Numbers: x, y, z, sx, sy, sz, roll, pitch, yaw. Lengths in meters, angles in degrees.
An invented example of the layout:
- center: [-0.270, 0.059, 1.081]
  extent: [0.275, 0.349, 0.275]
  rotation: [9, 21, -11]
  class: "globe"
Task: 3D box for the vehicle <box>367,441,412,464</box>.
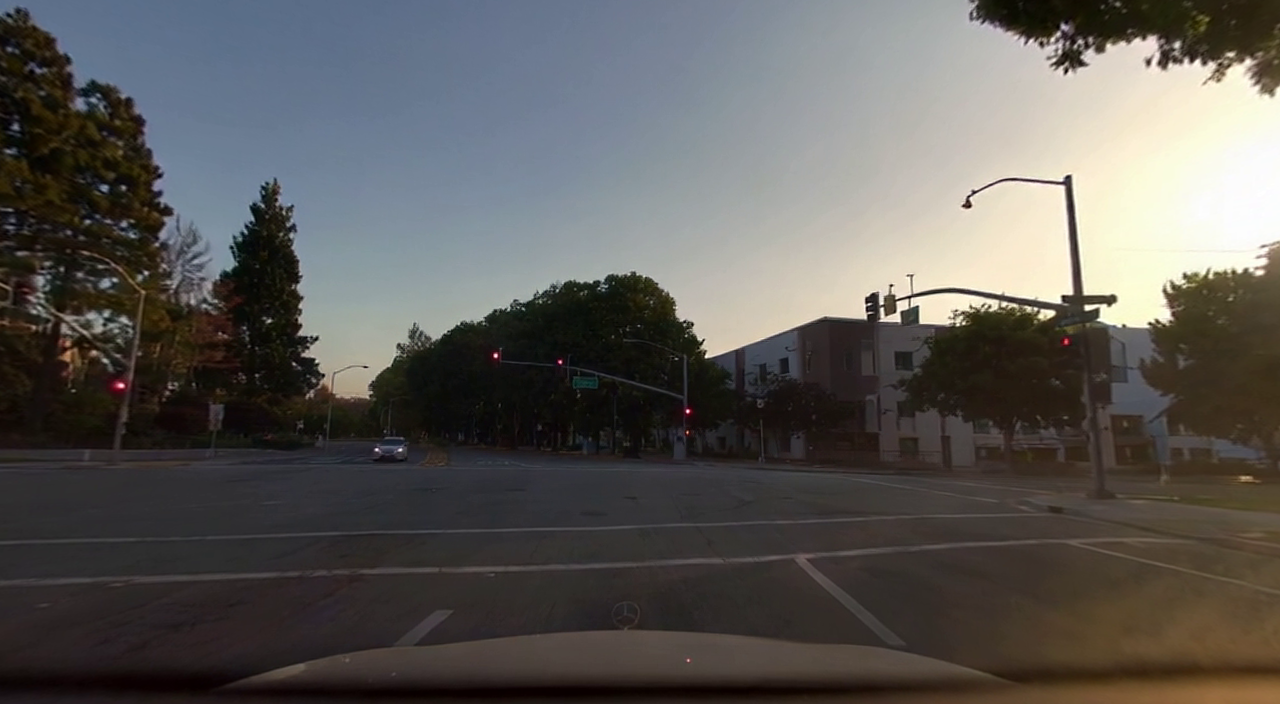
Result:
- center: [-17.157, 6.875, 43.511]
  extent: [1.969, 1.464, 4.485]
  rotation: [1, -9, -10]
  class: "vehicle"
